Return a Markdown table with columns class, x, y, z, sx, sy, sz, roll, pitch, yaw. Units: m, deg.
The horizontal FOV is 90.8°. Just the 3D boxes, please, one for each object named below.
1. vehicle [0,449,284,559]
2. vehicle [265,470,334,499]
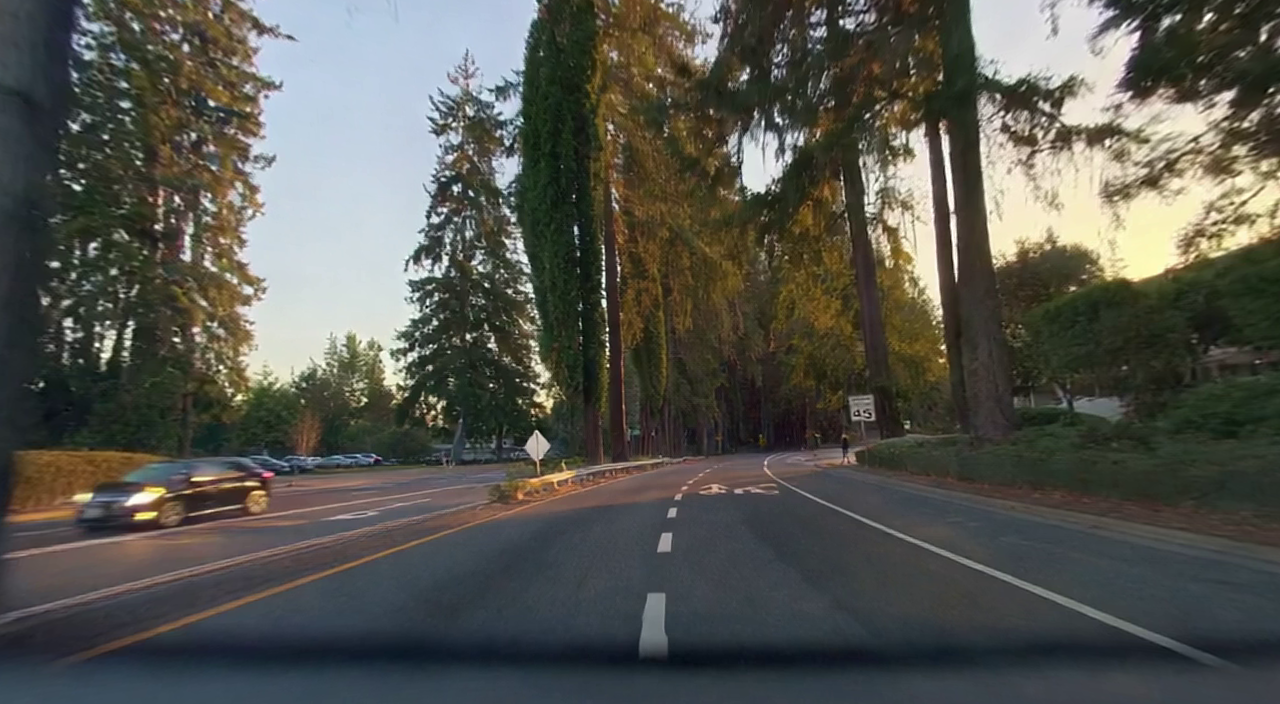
| class | x | y | z | sx | sy | sz | roll | pitch | yaw |
| --- | --- | --- | --- | --- | --- | --- | --- | --- | --- |
| vehicle | -9.162 | 2.666 | 11.925 | 1.995 | 1.639 | 4.313 | -1 | -9 | 7 |
| vehicle | -23.829 | 9.272 | 44.397 | 1.911 | 1.583 | 4.279 | -8 | -10 | 12 |
